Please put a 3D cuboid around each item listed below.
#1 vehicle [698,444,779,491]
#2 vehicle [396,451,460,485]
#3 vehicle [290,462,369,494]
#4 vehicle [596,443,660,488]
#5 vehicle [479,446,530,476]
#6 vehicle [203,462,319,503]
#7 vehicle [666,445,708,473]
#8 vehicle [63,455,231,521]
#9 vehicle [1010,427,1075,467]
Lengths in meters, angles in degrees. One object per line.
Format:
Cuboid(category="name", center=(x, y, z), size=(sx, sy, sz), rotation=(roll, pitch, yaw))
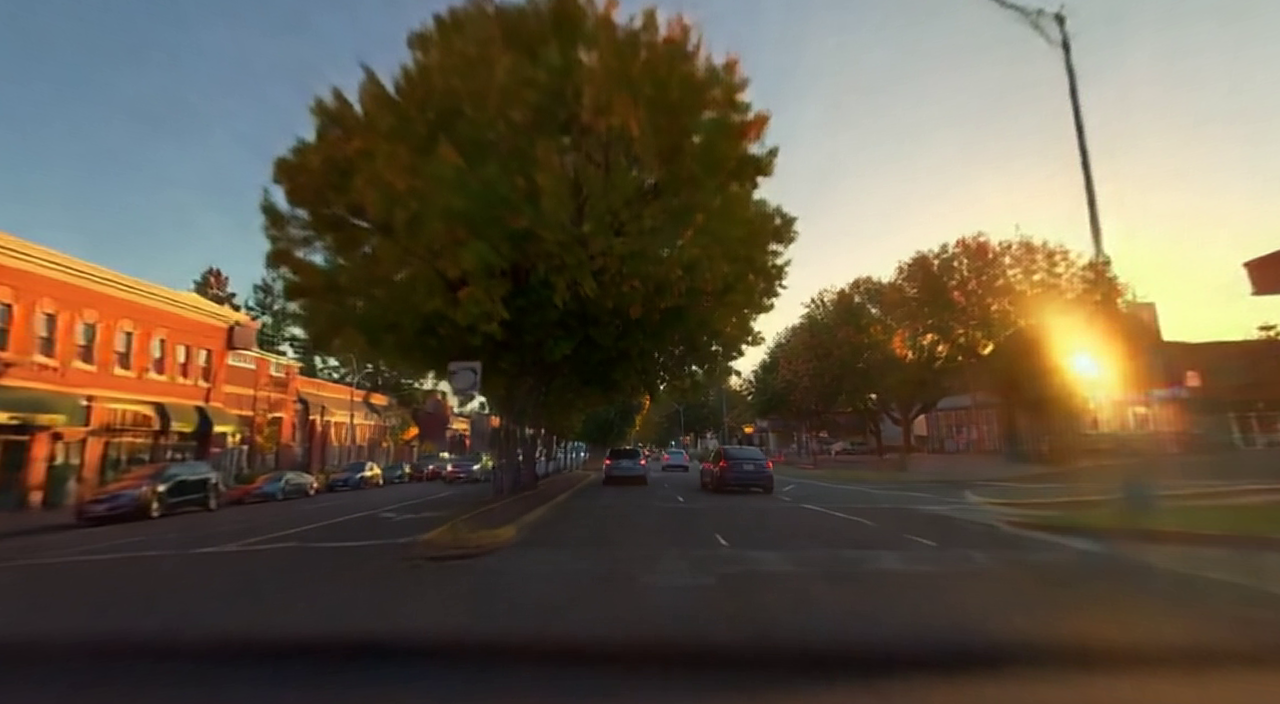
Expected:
Cuboid(category="vehicle", center=(3.337, 3.999, 22.233), size=(2.060, 1.471, 4.168), rotation=(0, -9, -2))
Cuboid(category="vehicle", center=(-11.260, 6.163, 33.961), size=(1.997, 1.677, 4.327), rotation=(-1, -9, -1))
Cuboid(category="vehicle", center=(-15.497, 6.288, 31.875), size=(1.711, 1.351, 4.565), rotation=(-1, -9, -1))
Cuboid(category="vehicle", center=(-0.460, 4.317, 24.390), size=(2.232, 1.508, 4.319), rotation=(0, -9, -1))
Cuboid(category="vehicle", center=(-8.544, 6.899, 40.206), size=(2.273, 1.748, 4.379), rotation=(-1, -9, 0))
Cuboid(category="vehicle", center=(-15.600, 5.361, 26.379), size=(1.871, 1.452, 4.579), rotation=(-1, -9, 2))
Cuboid(category="vehicle", center=(2.744, 6.397, 37.971), size=(2.098, 1.527, 3.966), rotation=(0, -9, -2))
Cuboid(category="vehicle", center=(-15.603, 4.276, 20.410), size=(1.979, 1.819, 4.308), rotation=(0, -9, -2))
Cuboid(category="vehicle", center=(18.560, 4.422, 29.357), size=(1.937, 1.691, 4.746), rotation=(-5, -10, 26))
